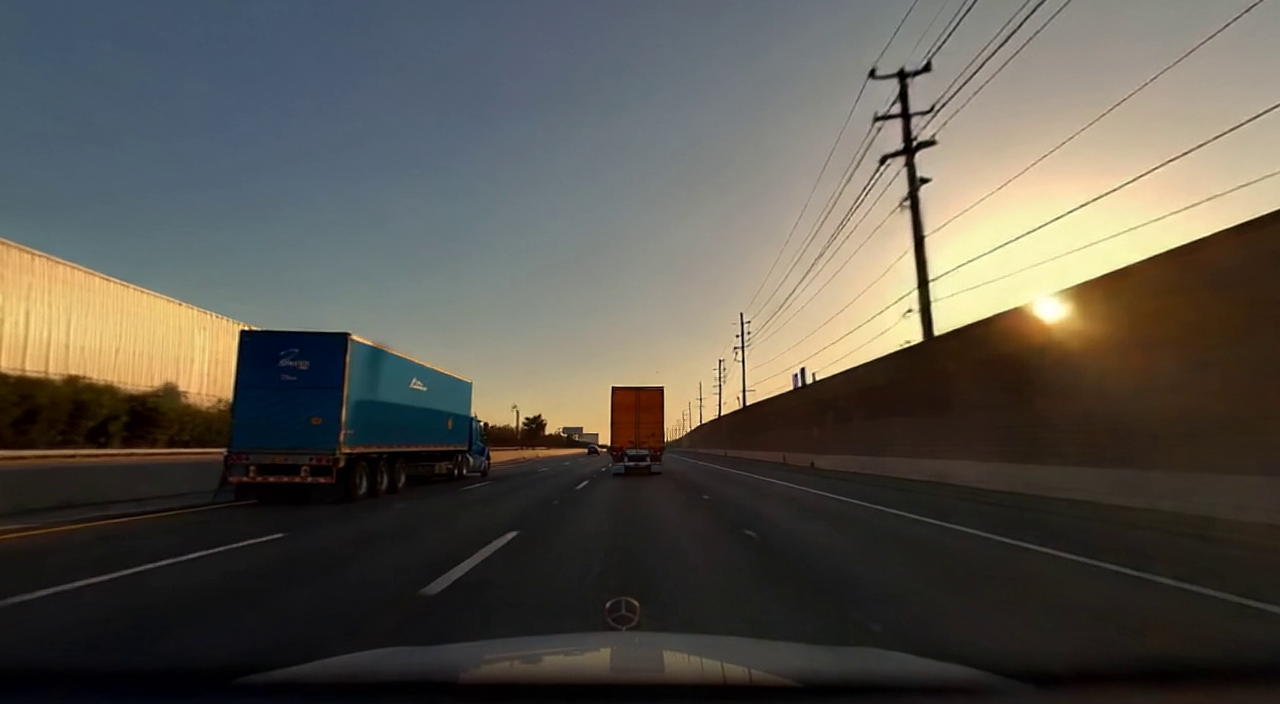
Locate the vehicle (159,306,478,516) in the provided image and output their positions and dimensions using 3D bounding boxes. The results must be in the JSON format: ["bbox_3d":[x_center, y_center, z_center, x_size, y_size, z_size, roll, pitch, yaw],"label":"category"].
[{"bbox_3d":[-7.464,1.905,17.562,2.937,3.981,11.119,-1,-9,0],"label":"vehicle"}]

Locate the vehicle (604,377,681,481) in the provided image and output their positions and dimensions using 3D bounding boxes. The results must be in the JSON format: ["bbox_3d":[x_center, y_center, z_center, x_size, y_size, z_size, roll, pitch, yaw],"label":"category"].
[{"bbox_3d":[0.025,3.612,28.599,2.858,3.847,10.034,0,-9,-1],"label":"vehicle"}]
